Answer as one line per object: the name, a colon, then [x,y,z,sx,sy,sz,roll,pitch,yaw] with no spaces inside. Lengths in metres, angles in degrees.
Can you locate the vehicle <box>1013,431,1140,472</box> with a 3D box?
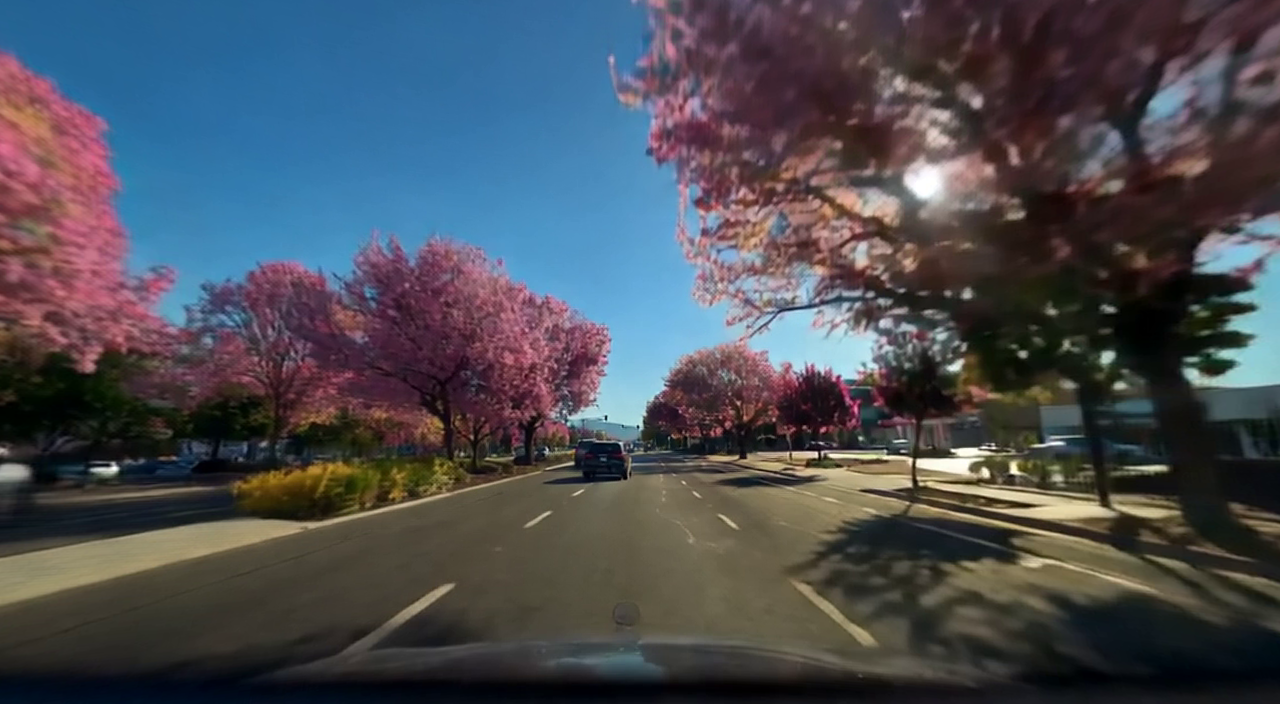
vehicle: [23.065,5.312,33.605,2.265,1.904,6.201,-1,-9,0]

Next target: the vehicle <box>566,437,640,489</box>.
vehicle: [-1.206,3.959,22.783,2.149,1.701,4.379,0,-8,4]

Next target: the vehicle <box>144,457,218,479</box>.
vehicle: [-34.466,8.736,47.323,1.918,1.457,4.594,0,-8,4]
